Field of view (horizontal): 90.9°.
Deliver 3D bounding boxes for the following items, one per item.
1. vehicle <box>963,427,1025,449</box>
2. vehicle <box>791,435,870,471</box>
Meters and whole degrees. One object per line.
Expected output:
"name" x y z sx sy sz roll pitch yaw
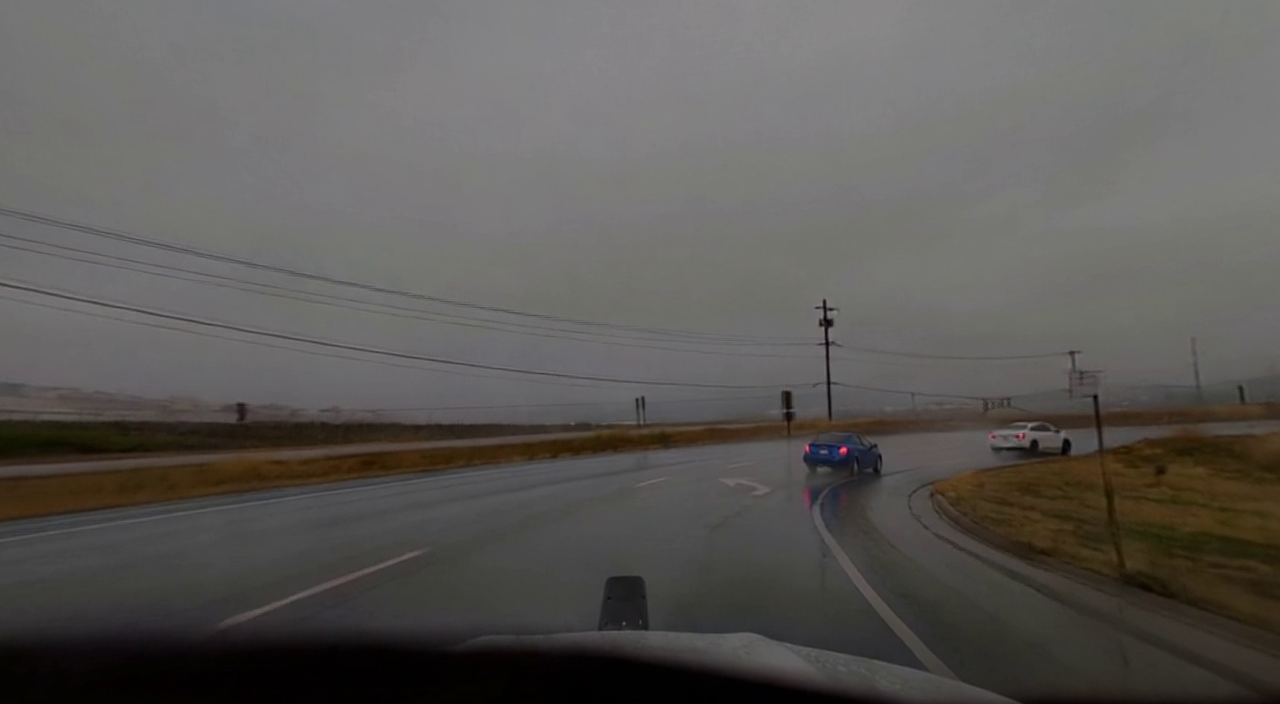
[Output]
"vehicle" 24.633 6.005 43.821 4.307 1.465 1.836 5 -10 -32
"vehicle" 8.286 4.307 27.186 2.026 1.407 4.374 -6 -10 32
